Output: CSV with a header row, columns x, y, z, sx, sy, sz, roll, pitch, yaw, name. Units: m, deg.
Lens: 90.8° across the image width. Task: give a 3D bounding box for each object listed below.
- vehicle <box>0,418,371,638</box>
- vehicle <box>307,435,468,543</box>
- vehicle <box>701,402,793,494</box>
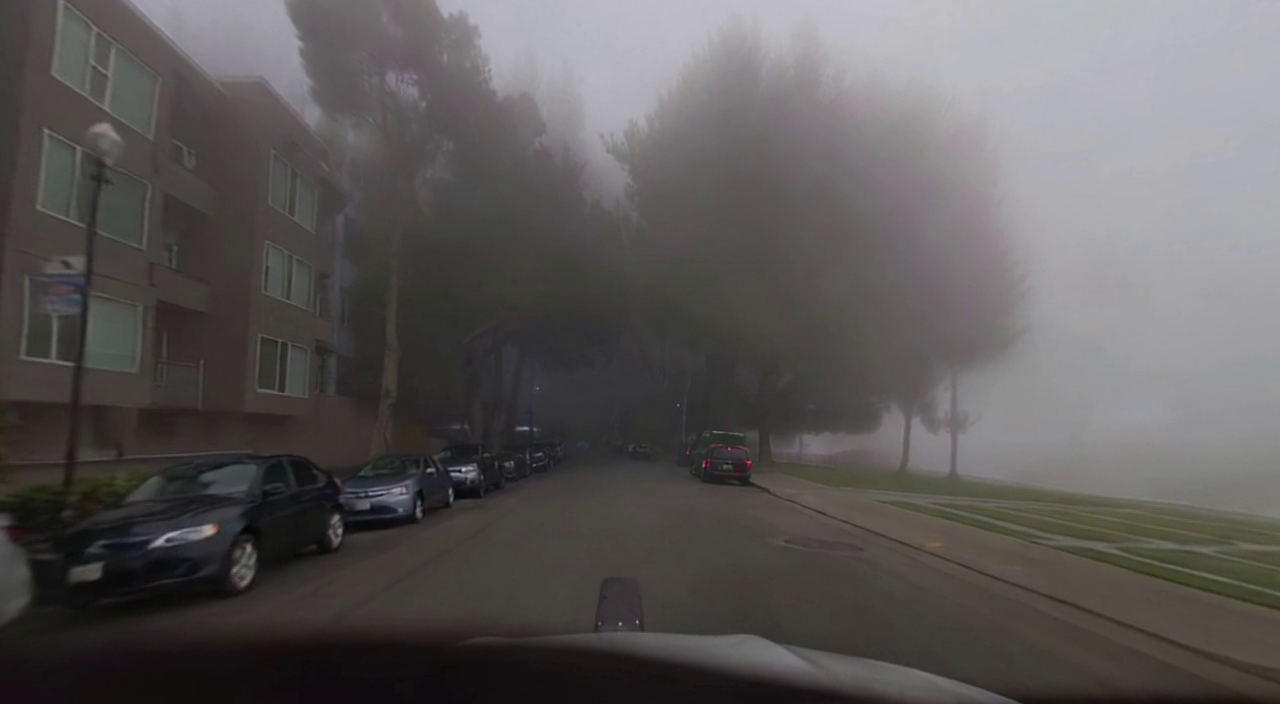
x,y,z,sx,sy,sz,roll,pitch,yaw,name
-5.297,1.909,8.236,1.824,1.664,4.344,-1,-1,-2,vehicle
-5.247,2.811,13.833,1.837,1.499,4.443,-2,-2,-1,vehicle
3.706,3.153,21.585,1.961,2.656,3.047,-1,-1,35,vehicle
